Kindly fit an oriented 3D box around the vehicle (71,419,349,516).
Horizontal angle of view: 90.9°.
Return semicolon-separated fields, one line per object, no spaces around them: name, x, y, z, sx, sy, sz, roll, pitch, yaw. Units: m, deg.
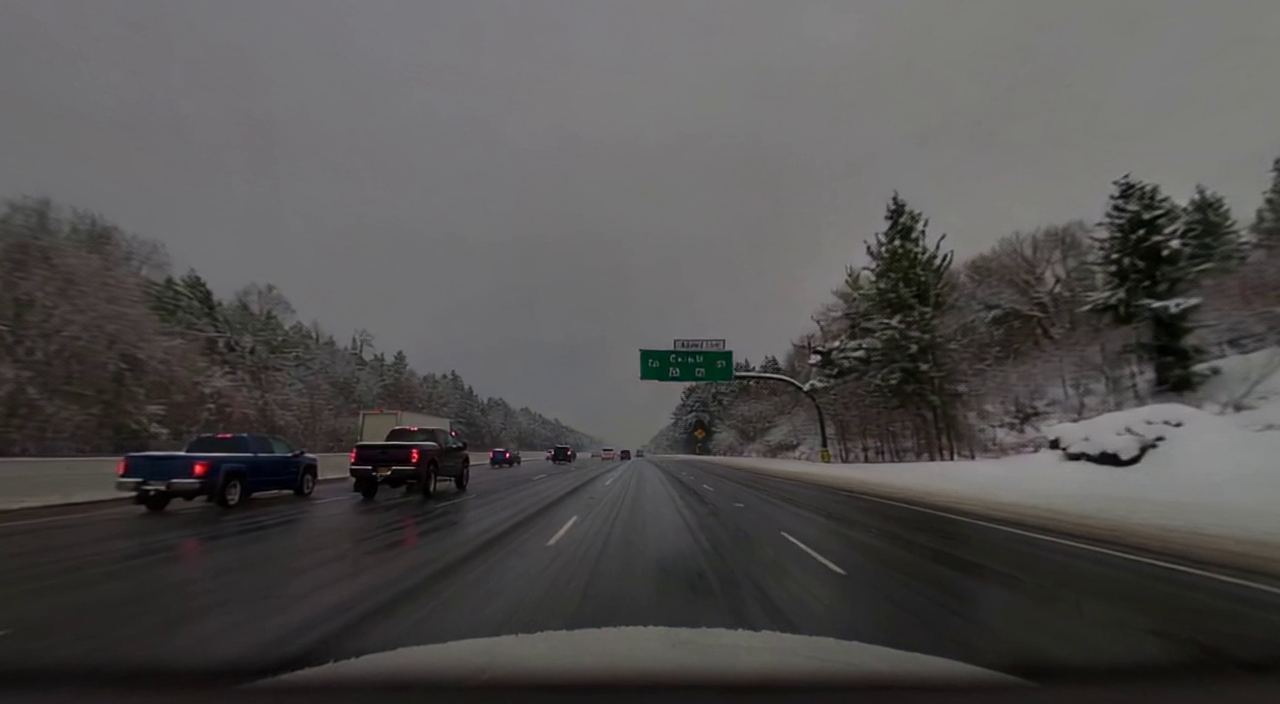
vehicle;-10.060;2.754;15.743;2.576;1.922;6.067;0;-8;1

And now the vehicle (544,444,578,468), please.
vehicle;-6.042;7.961;48.631;2.009;1.735;4.358;0;-8;0

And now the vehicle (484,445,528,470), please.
vehicle;-9.528;7.524;45.232;2.060;1.662;4.469;0;-8;2

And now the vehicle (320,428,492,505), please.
vehicle;-6.212;3.141;17.904;2.403;1.773;6.276;0;-8;1
